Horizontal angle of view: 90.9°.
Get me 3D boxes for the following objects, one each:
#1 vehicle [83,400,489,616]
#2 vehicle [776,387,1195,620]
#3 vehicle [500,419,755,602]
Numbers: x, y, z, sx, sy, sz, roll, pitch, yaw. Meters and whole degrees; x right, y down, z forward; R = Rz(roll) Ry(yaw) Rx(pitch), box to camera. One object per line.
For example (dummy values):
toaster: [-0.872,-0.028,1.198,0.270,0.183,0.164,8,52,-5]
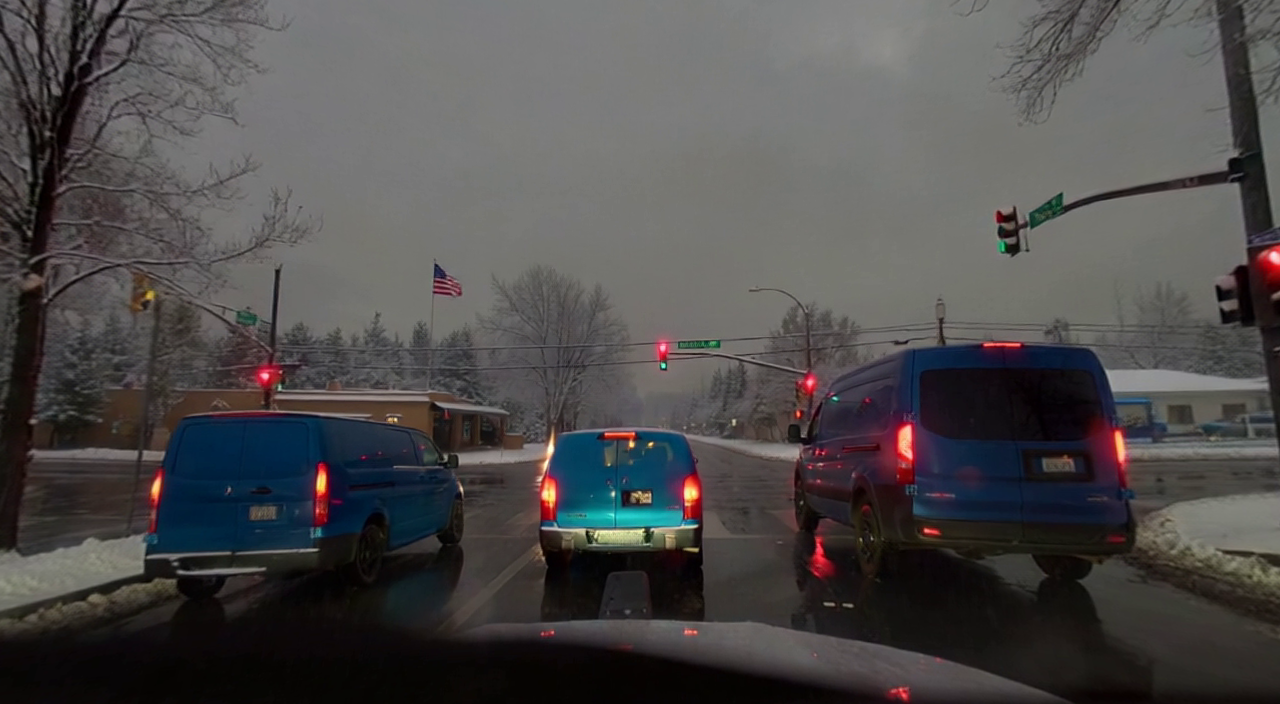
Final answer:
vehicle: [-3.302,1.524,7.041,2.024,1.677,3.998,-1,-9,3]
vehicle: [3.084,1.471,7.026,2.178,1.746,4.400,0,-9,1]
vehicle: [-0.149,1.620,7.333,2.098,1.494,4.118,0,-9,-1]
